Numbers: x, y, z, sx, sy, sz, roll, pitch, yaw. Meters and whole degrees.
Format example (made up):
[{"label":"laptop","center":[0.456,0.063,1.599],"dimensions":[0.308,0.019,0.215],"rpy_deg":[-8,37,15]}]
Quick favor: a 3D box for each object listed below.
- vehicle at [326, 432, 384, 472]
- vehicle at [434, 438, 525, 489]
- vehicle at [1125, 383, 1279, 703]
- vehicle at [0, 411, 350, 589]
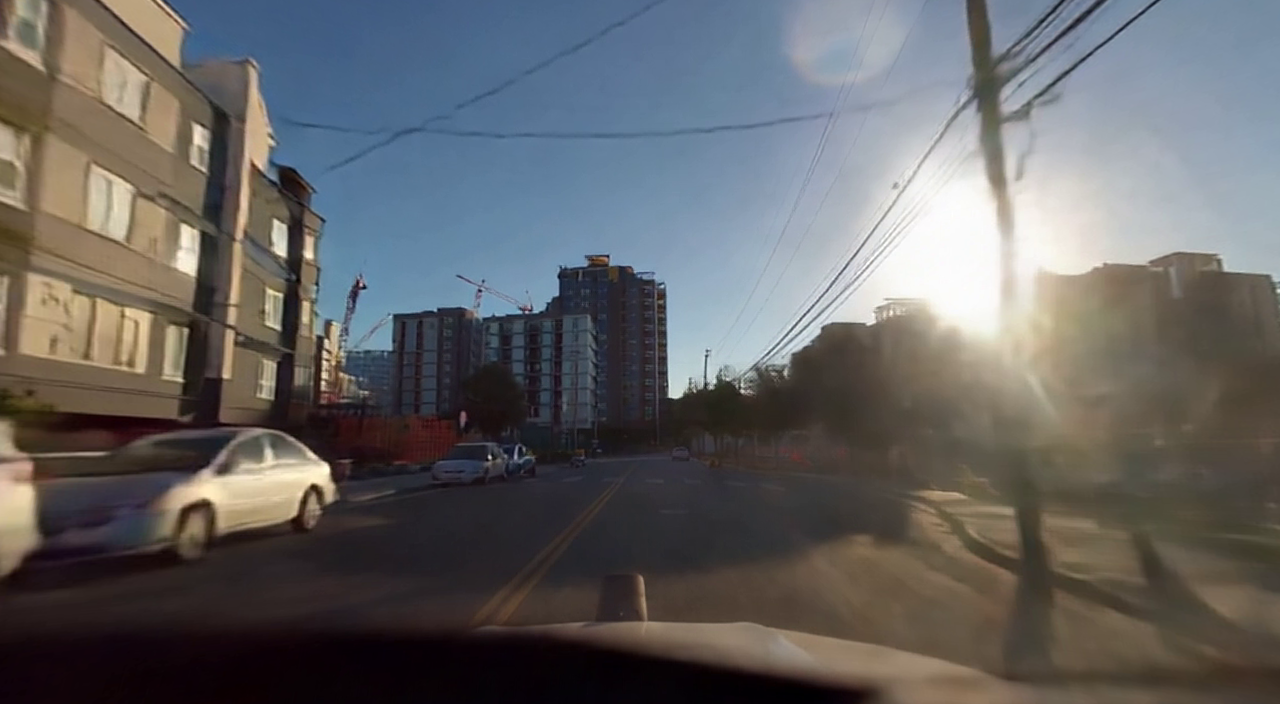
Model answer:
[{"label":"vehicle","center":[-12.819,4.439,28.136],"dimensions":[1.998,1.576,5.203],"rpy_deg":[4,-10,-27]},{"label":"vehicle","center":[-5.737,4.033,23.124],"dimensions":[1.998,1.633,4.673],"rpy_deg":[0,-9,1]},{"label":"vehicle","center":[3.762,0.768,0.936],"dimensions":[2.097,1.777,5.003],"rpy_deg":[0,-9,0]},{"label":"vehicle","center":[-6.062,1.762,8.416],"dimensions":[1.991,1.683,4.647],"rpy_deg":[0,-9,2]}]
